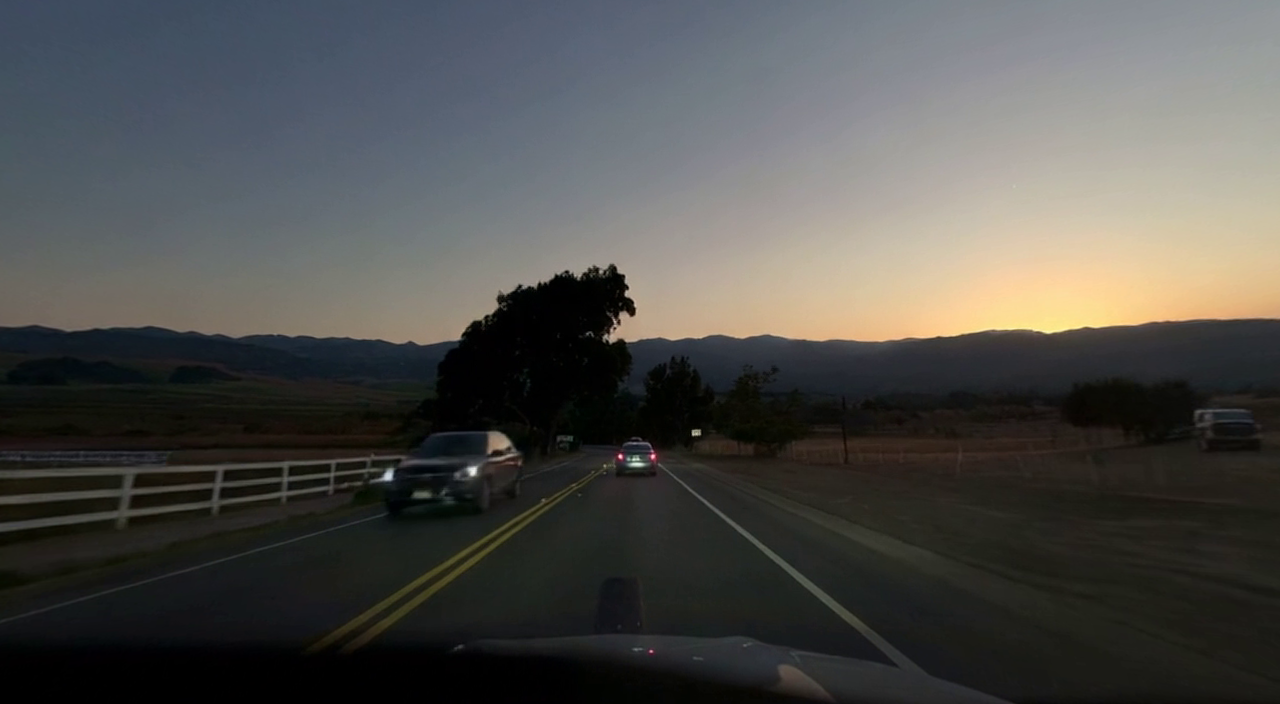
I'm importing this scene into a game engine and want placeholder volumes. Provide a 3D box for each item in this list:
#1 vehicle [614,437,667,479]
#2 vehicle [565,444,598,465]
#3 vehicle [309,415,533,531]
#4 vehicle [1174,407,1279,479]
[{"bbox_3d":[-0.019,4.612,27.709,2.158,1.669,4.006,0,-9,-1],"label":"vehicle"},{"bbox_3d":[-4.409,7.770,48.091,2.092,1.490,4.422,0,-9,0],"label":"vehicle"},{"bbox_3d":[-4.641,2.751,15.209,2.906,2.116,6.952,0,-9,0],"label":"vehicle"},{"bbox_3d":[17.096,2.509,17.508,4.668,1.739,1.943,5,-9,-30],"label":"vehicle"}]
